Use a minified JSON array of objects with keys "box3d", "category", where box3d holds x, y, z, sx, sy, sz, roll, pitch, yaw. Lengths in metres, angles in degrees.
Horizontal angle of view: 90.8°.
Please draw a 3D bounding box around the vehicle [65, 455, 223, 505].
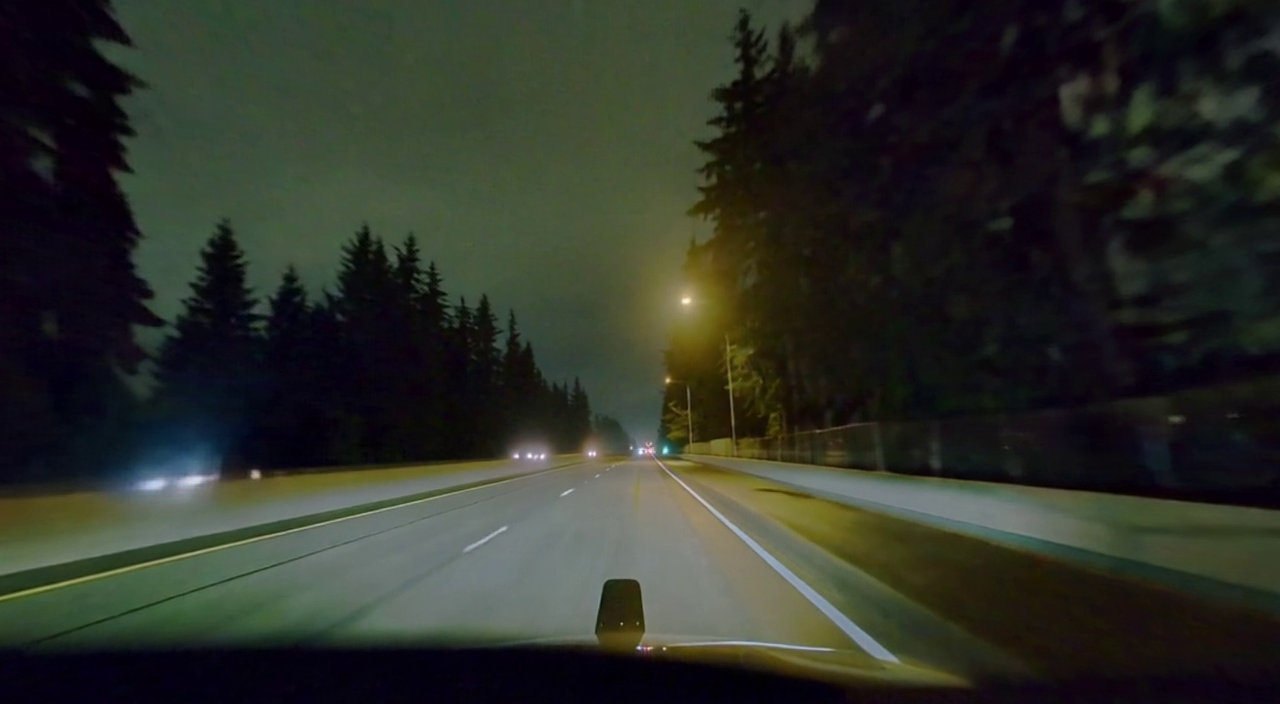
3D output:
[{"box3d":[-17.083,4.401,22.085,1.917,1.503,4.376,0,-9,1],"category":"vehicle"}]
